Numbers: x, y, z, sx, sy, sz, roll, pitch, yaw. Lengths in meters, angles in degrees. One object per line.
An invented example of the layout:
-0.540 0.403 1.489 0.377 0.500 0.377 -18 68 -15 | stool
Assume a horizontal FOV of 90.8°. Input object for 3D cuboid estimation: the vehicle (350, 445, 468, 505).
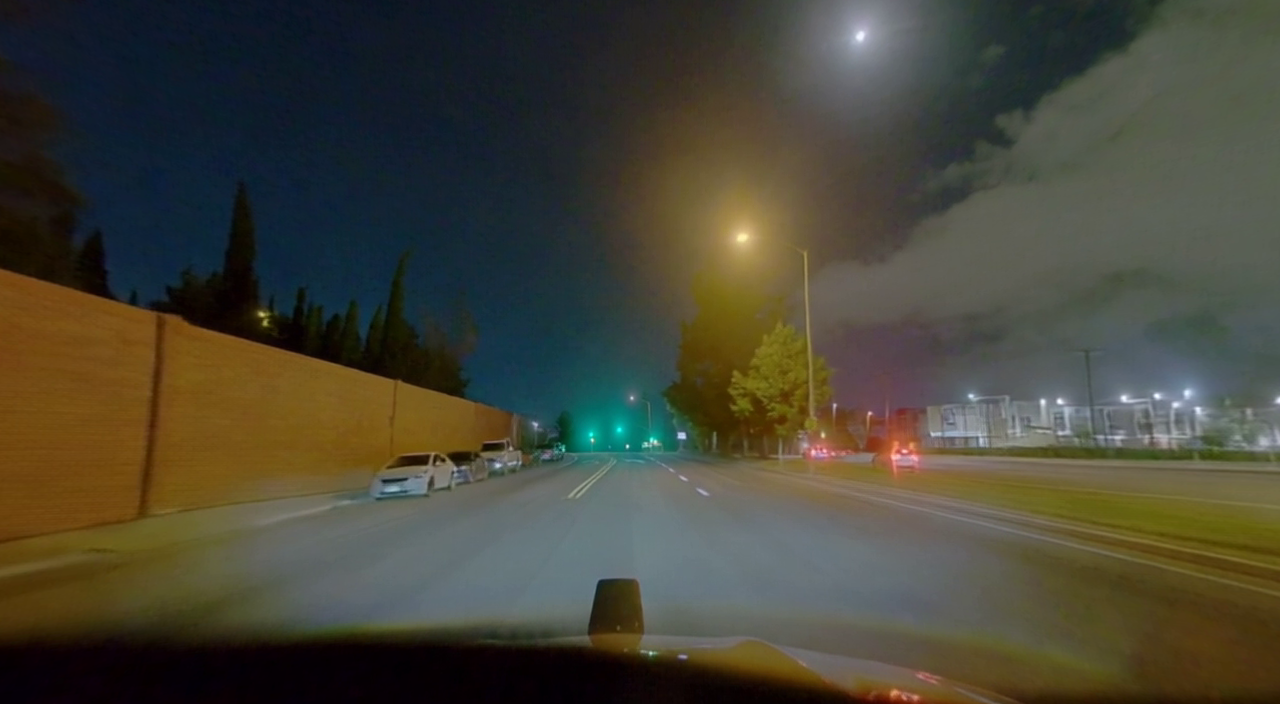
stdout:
-6.827 3.640 19.246 1.989 1.485 4.218 1 -8 0 | vehicle
